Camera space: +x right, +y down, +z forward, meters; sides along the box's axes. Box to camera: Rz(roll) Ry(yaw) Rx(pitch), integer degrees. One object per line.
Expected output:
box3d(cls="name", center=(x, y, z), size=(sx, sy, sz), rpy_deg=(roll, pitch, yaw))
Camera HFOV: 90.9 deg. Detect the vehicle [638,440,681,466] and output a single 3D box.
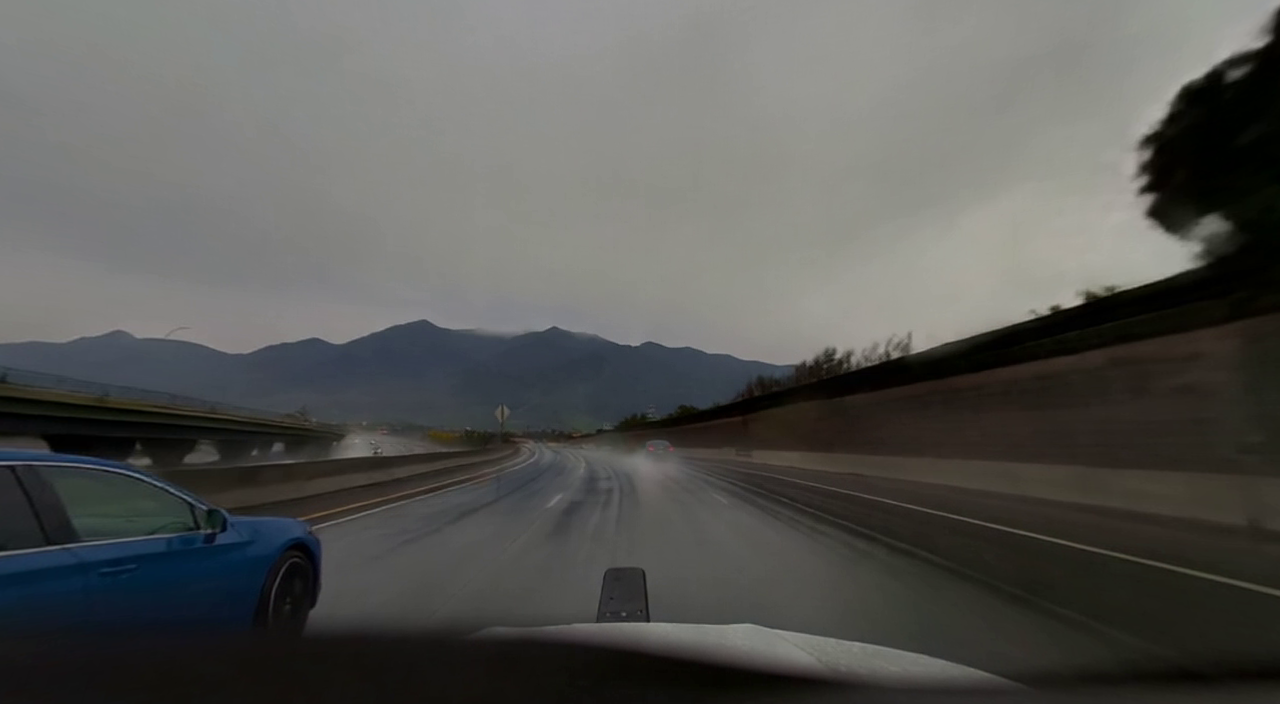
box3d(cls="vehicle", center=(1.136, 6.182, 38.741), size=(1.985, 1.440, 4.466), rpy_deg=(1, -9, -7))
